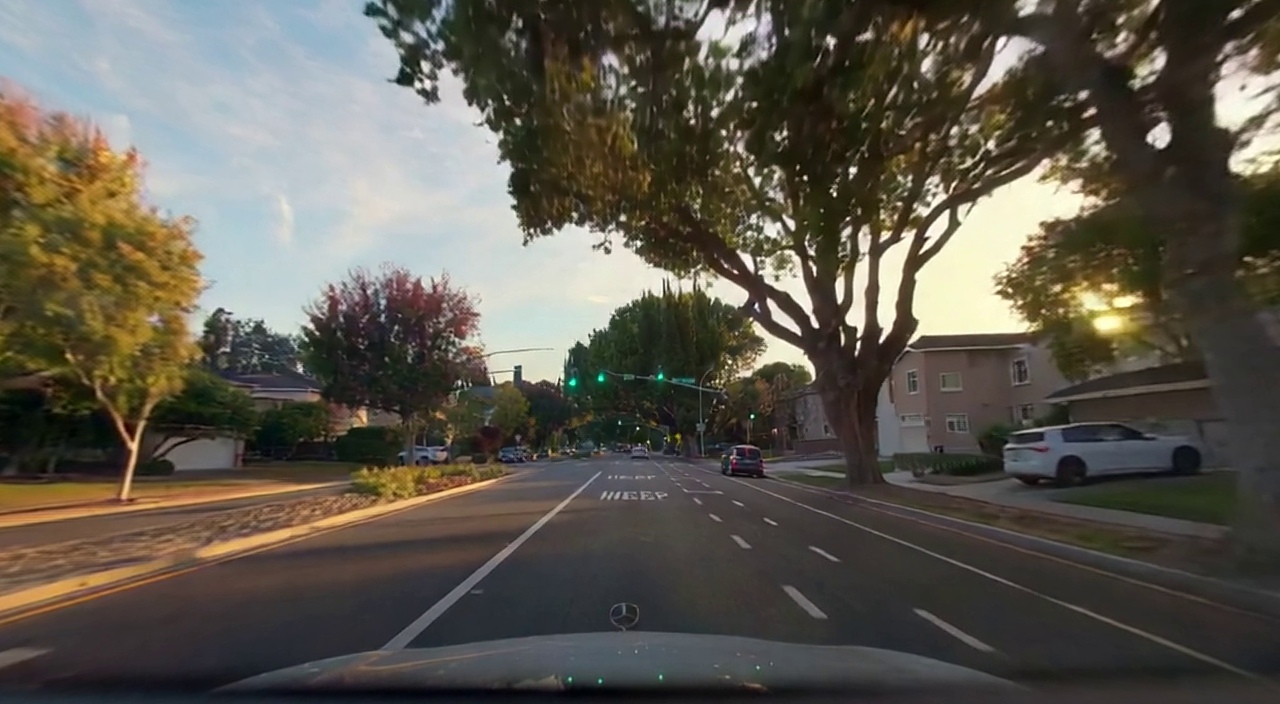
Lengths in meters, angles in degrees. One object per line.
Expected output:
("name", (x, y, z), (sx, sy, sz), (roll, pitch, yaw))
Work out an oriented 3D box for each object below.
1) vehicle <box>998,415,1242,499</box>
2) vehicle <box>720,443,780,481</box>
("vehicle", (12.246, 2.700, 16.340), (4.510, 1.732, 2.048), (-4, -9, 0))
("vehicle", (5.119, 5.148, 29.822), (1.979, 1.637, 4.321), (0, -9, -1))
